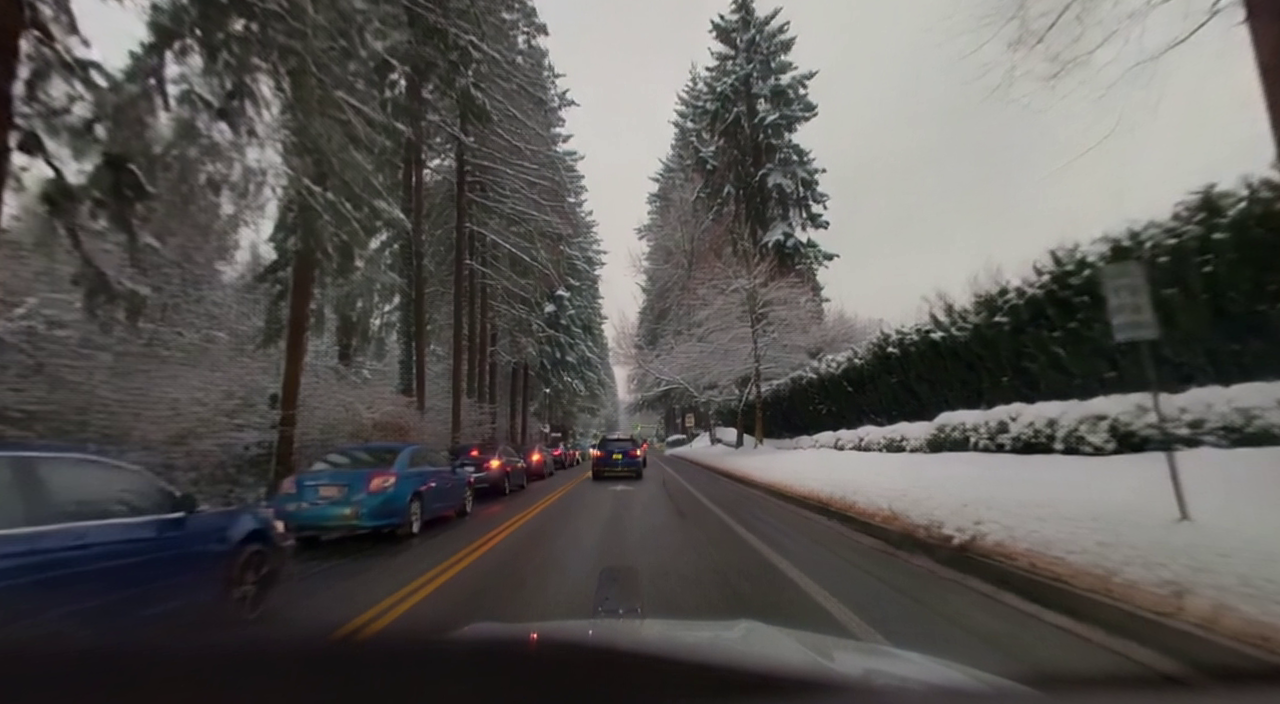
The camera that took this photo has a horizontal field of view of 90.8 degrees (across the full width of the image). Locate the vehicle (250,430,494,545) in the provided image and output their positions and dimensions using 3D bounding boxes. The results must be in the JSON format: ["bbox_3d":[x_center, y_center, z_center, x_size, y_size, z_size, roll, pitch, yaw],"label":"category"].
[{"bbox_3d":[-4.017,2.101,10.576,1.968,1.459,4.734,0,-8,1],"label":"vehicle"}]

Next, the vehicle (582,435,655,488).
[{"bbox_3d":[-0.657,3.473,20.413,2.127,1.517,4.090,0,-8,-1],"label":"vehicle"}]

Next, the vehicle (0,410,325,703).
[{"bbox_3d":[-3.692,1.046,3.121,2.030,1.452,4.312,0,-8,0],"label":"vehicle"}]

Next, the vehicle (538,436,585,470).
[{"bbox_3d":[-4.128,5.378,33.844,1.983,1.697,4.285,0,-8,0],"label":"vehicle"}]
